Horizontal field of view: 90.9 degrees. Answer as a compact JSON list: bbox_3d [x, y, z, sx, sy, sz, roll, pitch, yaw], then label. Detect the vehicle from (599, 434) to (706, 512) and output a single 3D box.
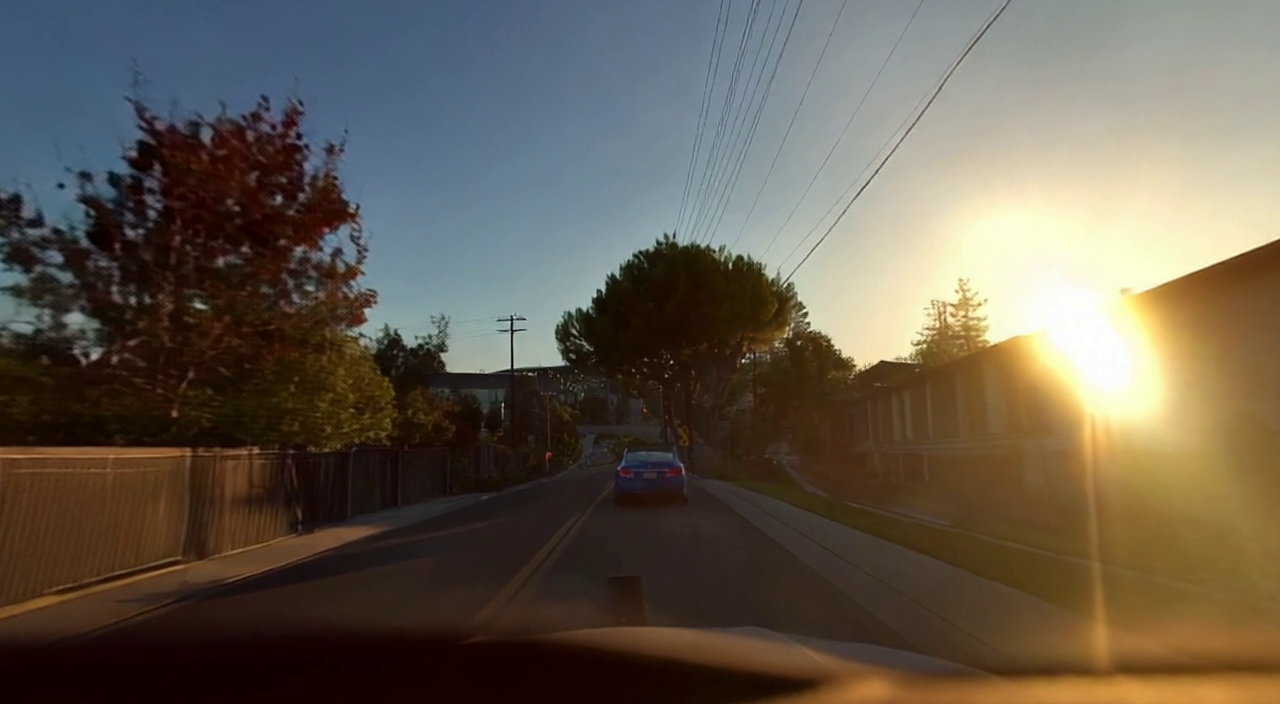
[{"bbox_3d":[0.218,2.628,14.219,2.060,1.487,3.920,0,-8,-1],"label":"vehicle"}]
